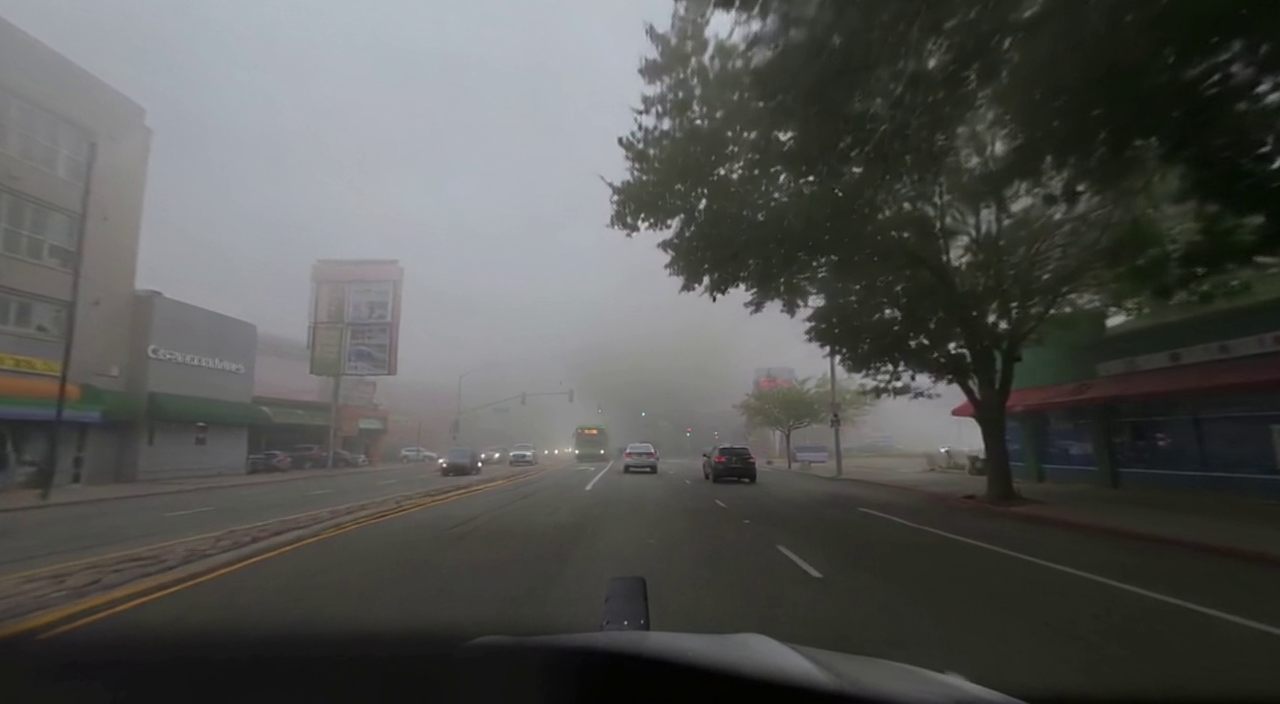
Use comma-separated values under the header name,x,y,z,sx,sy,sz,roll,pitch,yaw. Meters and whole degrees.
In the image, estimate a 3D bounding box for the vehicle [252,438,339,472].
name,x,y,z,sx,sy,sz,roll,pitch,yaw
vehicle,-22.102,6.652,40.844,2.306,1.967,6.392,1,-9,-3

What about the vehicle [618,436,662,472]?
name,x,y,z,sx,sy,sz,roll,pitch,yaw
vehicle,-0.032,5.618,34.883,2.301,1.837,4.411,0,-8,-1

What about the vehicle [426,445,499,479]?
name,x,y,z,sx,sy,sz,roll,pitch,yaw
vehicle,-8.315,5.181,29.988,2.228,1.476,4.162,0,-8,0

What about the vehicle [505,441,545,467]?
name,x,y,z,sx,sy,sz,roll,pitch,yaw
vehicle,-8.537,7.569,47.042,2.154,1.832,4.820,0,-8,-1

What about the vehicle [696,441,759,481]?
name,x,y,z,sx,sy,sz,roll,pitch,yaw
vehicle,3.658,4.609,26.985,2.046,1.540,3.883,0,-8,-1
